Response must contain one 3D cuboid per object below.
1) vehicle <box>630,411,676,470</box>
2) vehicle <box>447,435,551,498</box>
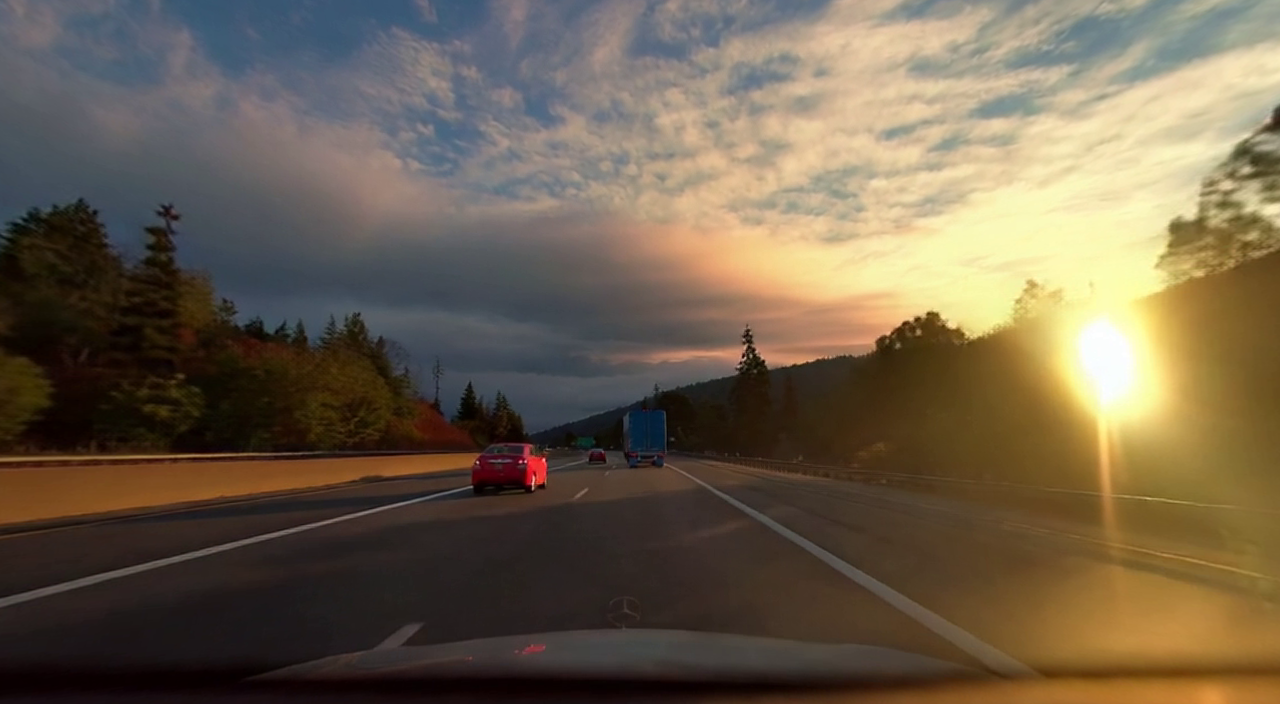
[{"bbox_3d":[0.747,6.251,44.115,2.893,3.628,9.081,0,-9,-1],"label":"vehicle"},{"bbox_3d":[-3.849,3.211,17.995,1.977,1.602,3.944,0,-9,1],"label":"vehicle"}]
